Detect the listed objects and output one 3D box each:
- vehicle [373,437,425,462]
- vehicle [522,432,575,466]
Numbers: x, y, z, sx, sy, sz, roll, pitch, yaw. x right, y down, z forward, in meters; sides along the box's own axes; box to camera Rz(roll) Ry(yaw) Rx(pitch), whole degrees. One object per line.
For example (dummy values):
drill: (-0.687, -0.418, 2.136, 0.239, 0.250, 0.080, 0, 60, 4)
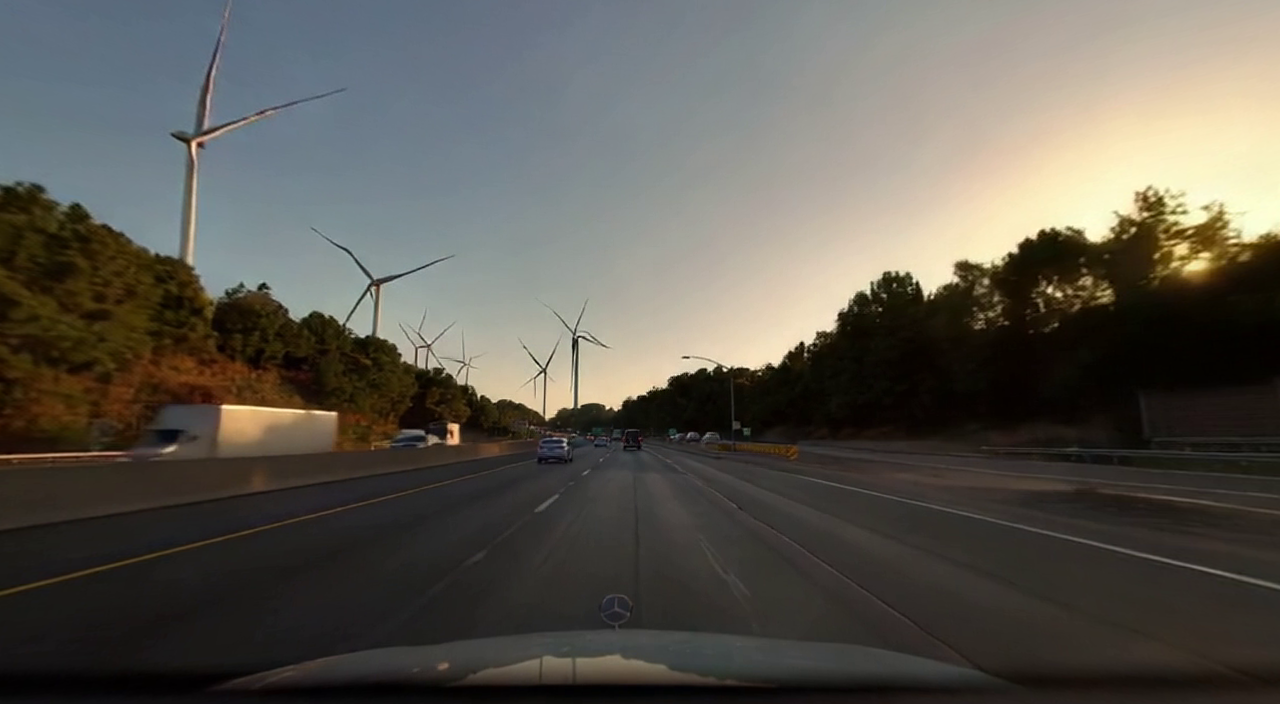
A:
vehicle: (-16.962, 6.853, 44.566, 2.020, 1.629, 4.222, 0, -8, 0)
vehicle: (-4.315, 4.616, 30.184, 1.950, 1.511, 3.965, 0, -8, 0)
